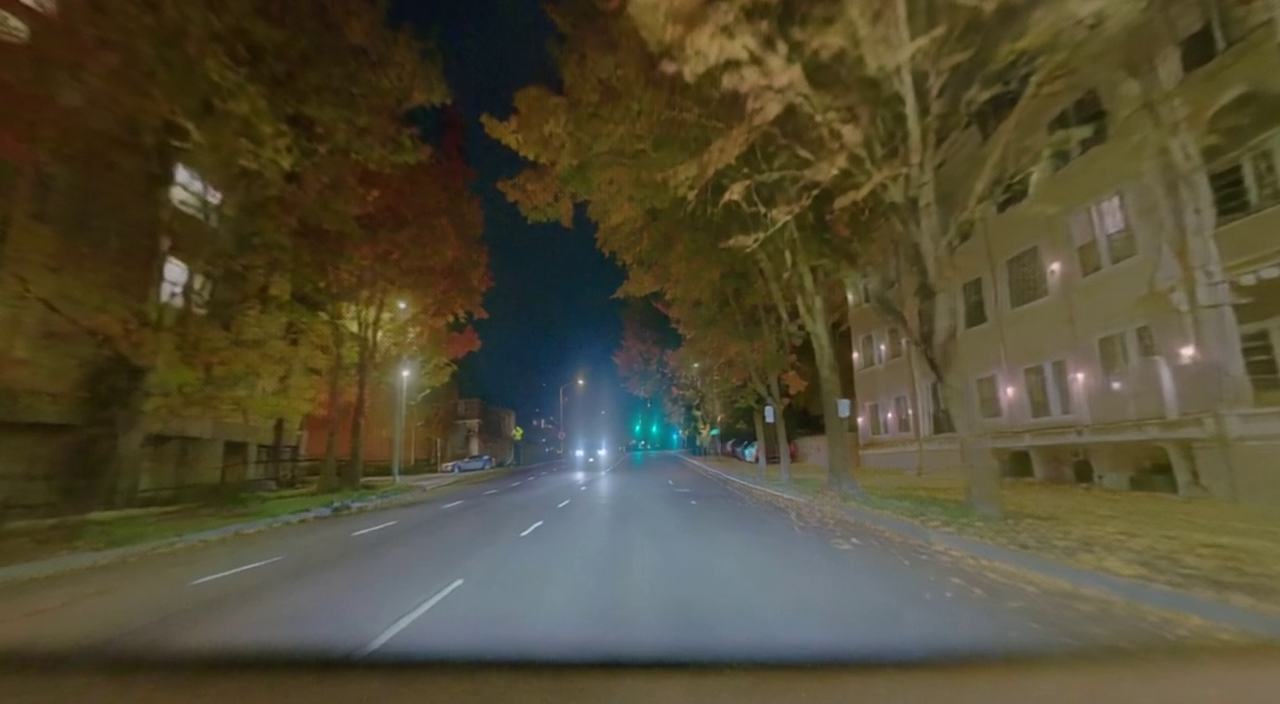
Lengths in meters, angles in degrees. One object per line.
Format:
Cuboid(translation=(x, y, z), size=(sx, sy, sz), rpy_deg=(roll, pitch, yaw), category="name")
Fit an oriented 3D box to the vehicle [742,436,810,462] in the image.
Cuboid(translation=(9.568, 6.856, 44.693), size=(4.385, 1.612, 2.070), rpy_deg=(-3, -9, 5), category="vehicle")
